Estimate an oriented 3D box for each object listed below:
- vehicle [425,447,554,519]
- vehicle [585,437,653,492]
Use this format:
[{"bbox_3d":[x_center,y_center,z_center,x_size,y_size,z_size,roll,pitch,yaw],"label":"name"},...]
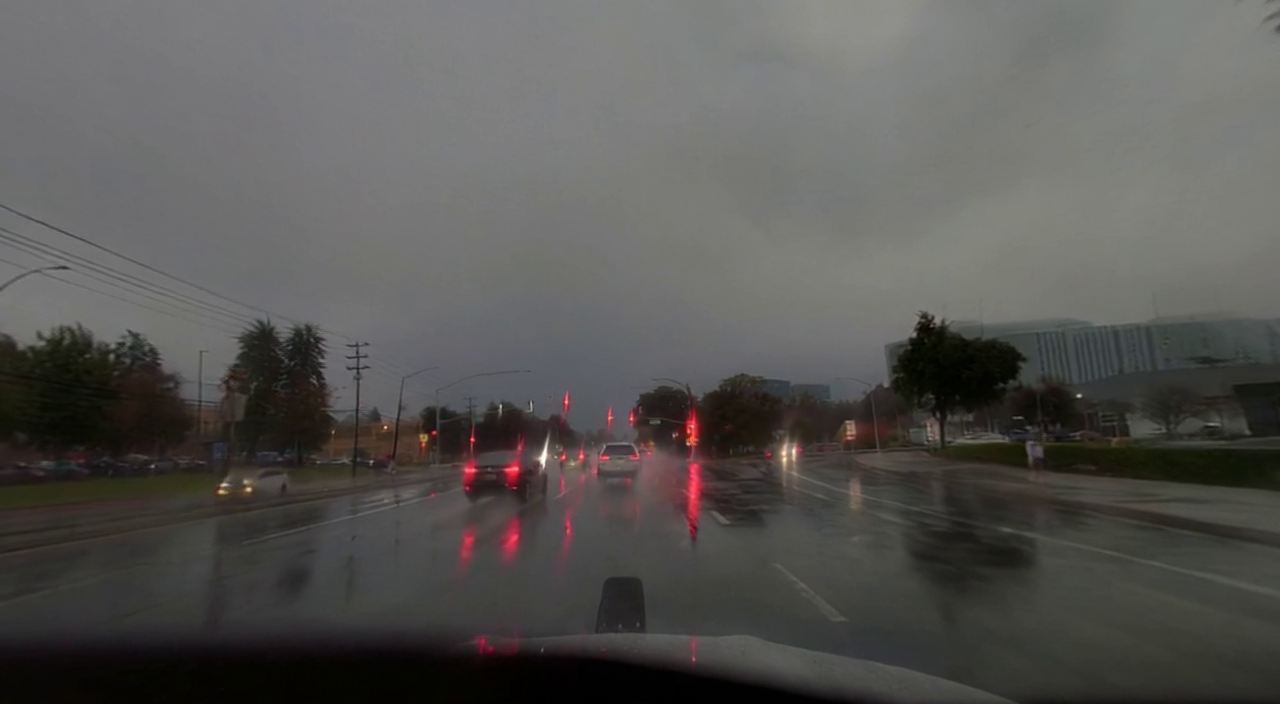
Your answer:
[{"bbox_3d":[-3.483,3.105,15.589,2.064,1.464,4.373,0,-8,1],"label":"vehicle"},{"bbox_3d":[-0.707,4.106,23.406,2.276,1.850,3.897,0,-8,0],"label":"vehicle"}]
